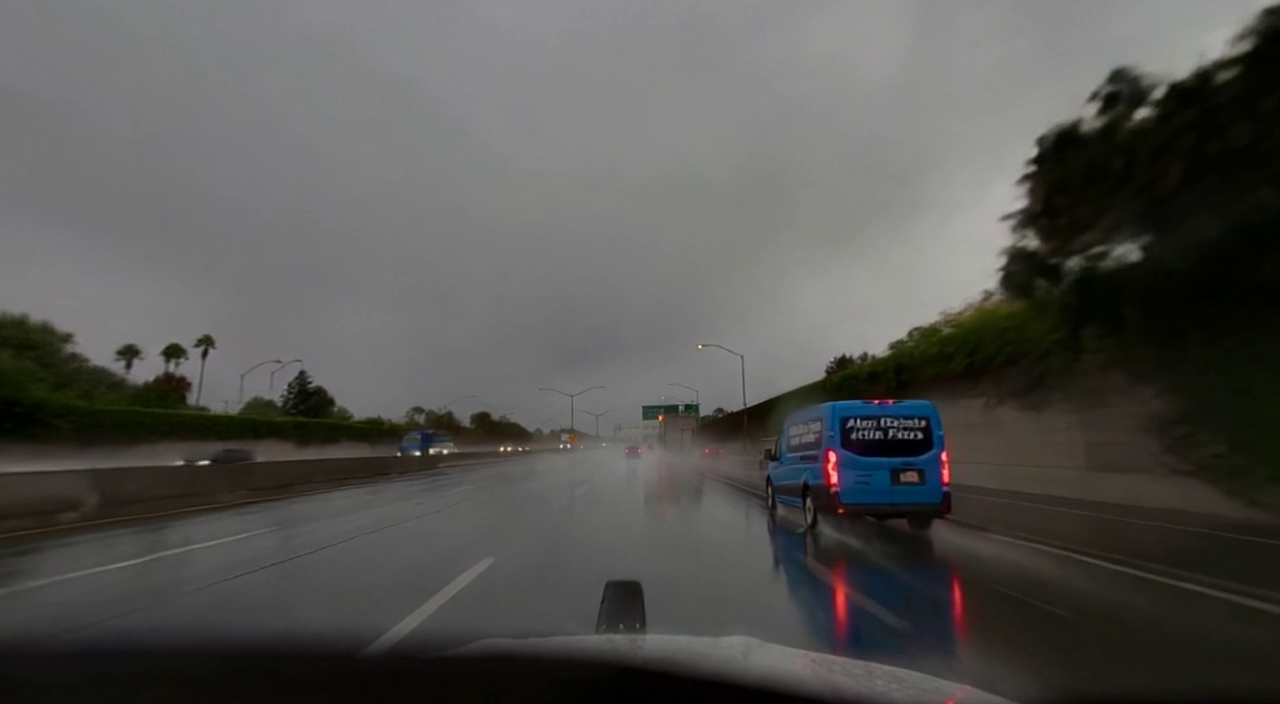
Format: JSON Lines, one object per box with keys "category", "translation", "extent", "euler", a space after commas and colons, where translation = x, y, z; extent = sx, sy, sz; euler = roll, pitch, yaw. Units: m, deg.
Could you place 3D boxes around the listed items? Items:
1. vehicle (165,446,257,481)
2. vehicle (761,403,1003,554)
{"category": "vehicle", "translation": [-17.805, 4.606, 26.411], "extent": [1.479, 1.355, 3.347], "euler": [0, -9, 0]}
{"category": "vehicle", "translation": [3.604, 2.009, 10.657], "extent": [2.035, 1.931, 4.841], "euler": [0, -9, -1]}
